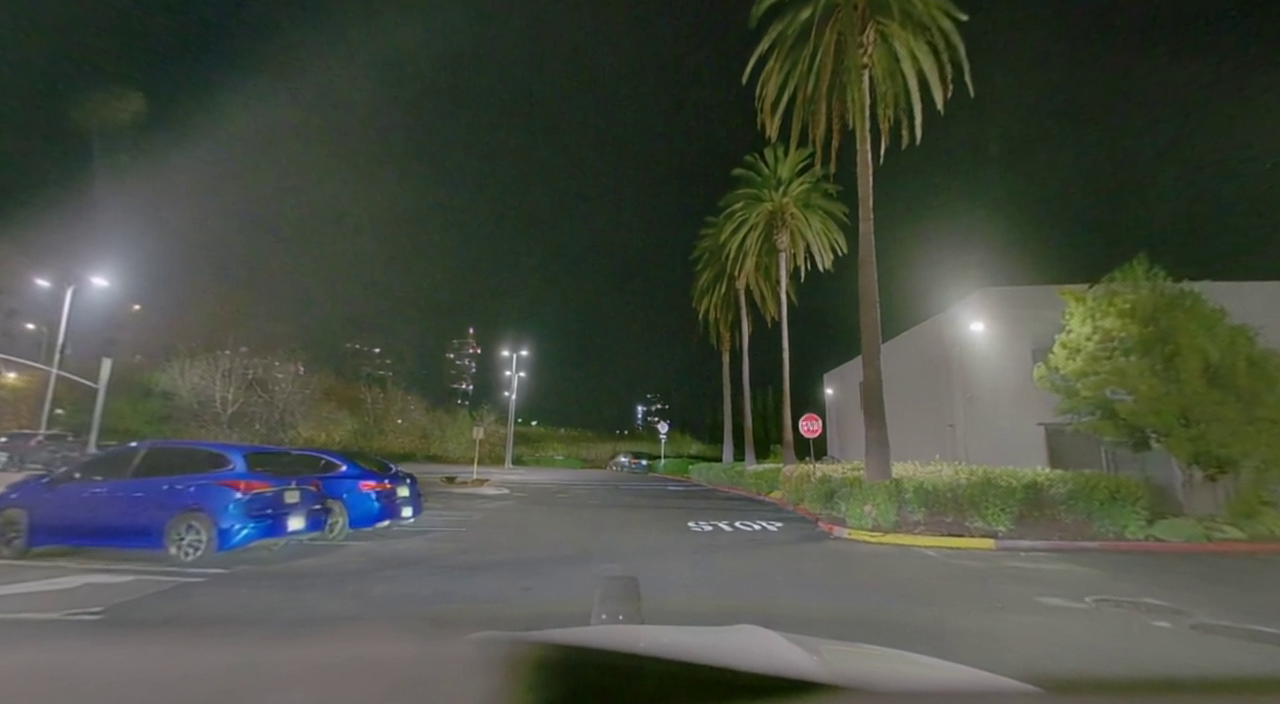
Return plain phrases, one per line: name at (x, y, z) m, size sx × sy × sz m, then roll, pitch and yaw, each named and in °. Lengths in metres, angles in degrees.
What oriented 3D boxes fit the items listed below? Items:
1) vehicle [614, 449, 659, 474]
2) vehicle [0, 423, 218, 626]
vehicle at (-0.305, 7.742, 44.985) m, size 2.071 × 1.700 × 4.367 m, roll 3°, pitch -9°, yaw -16°
vehicle at (-7.375, 1.543, 6.557) m, size 4.416 × 1.636 × 2.206 m, roll 2°, pitch -9°, yaw 7°
